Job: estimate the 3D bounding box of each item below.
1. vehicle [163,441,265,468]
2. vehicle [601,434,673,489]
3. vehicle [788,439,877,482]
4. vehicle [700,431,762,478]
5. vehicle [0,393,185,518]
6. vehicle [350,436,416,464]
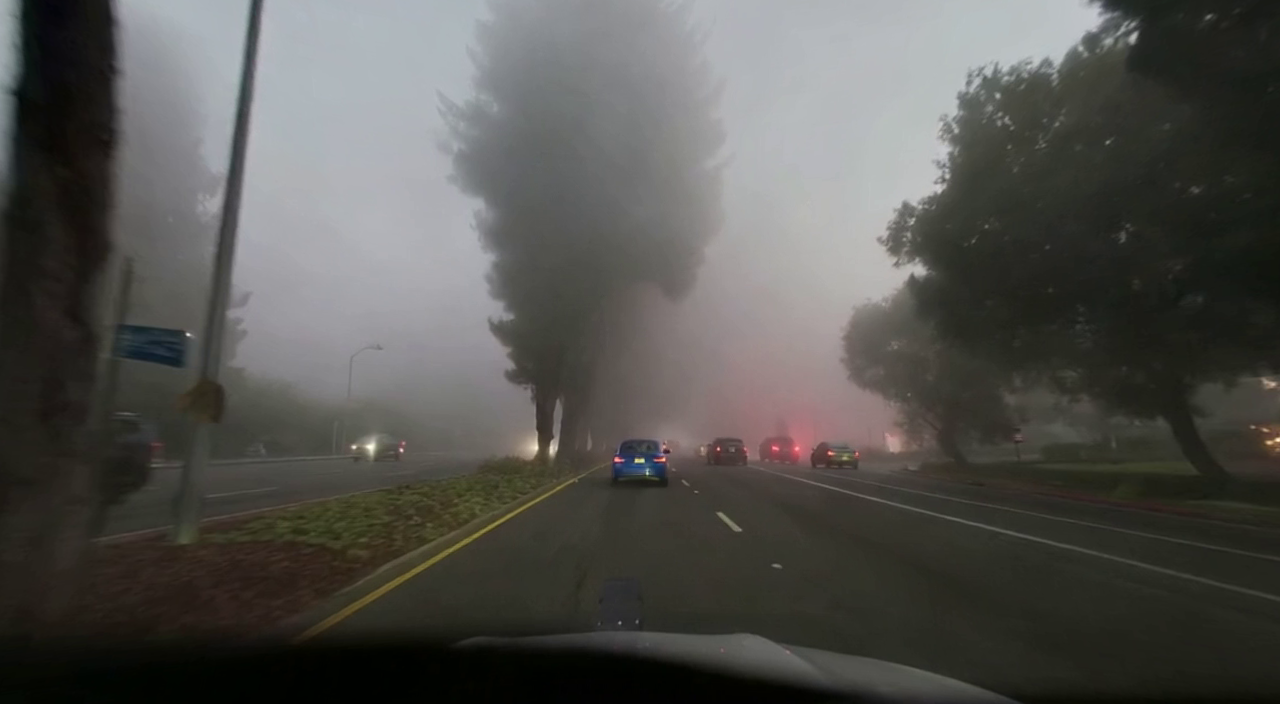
[{"bbox_3d":[-24.561,5.930,36.426,4.381,1.490,1.941,2,-9,-11],"label":"vehicle"},{"bbox_3d":[-0.102,3.581,20.953,2.145,1.603,4.369,0,-8,0],"label":"vehicle"},{"bbox_3d":[7.247,4.115,24.172,1.928,1.488,4.361,0,-9,-1],"label":"vehicle"},{"bbox_3d":[3.709,4.283,26.513,1.976,1.796,4.159,0,-9,0],"label":"vehicle"},{"bbox_3d":[-8.987,1.443,8.871,1.951,1.539,4.244,0,-9,0],"label":"vehicle"},{"bbox_3d":[-15.607,5.993,38.541,1.885,1.553,4.828,-1,-8,1],"label":"vehicle"}]
